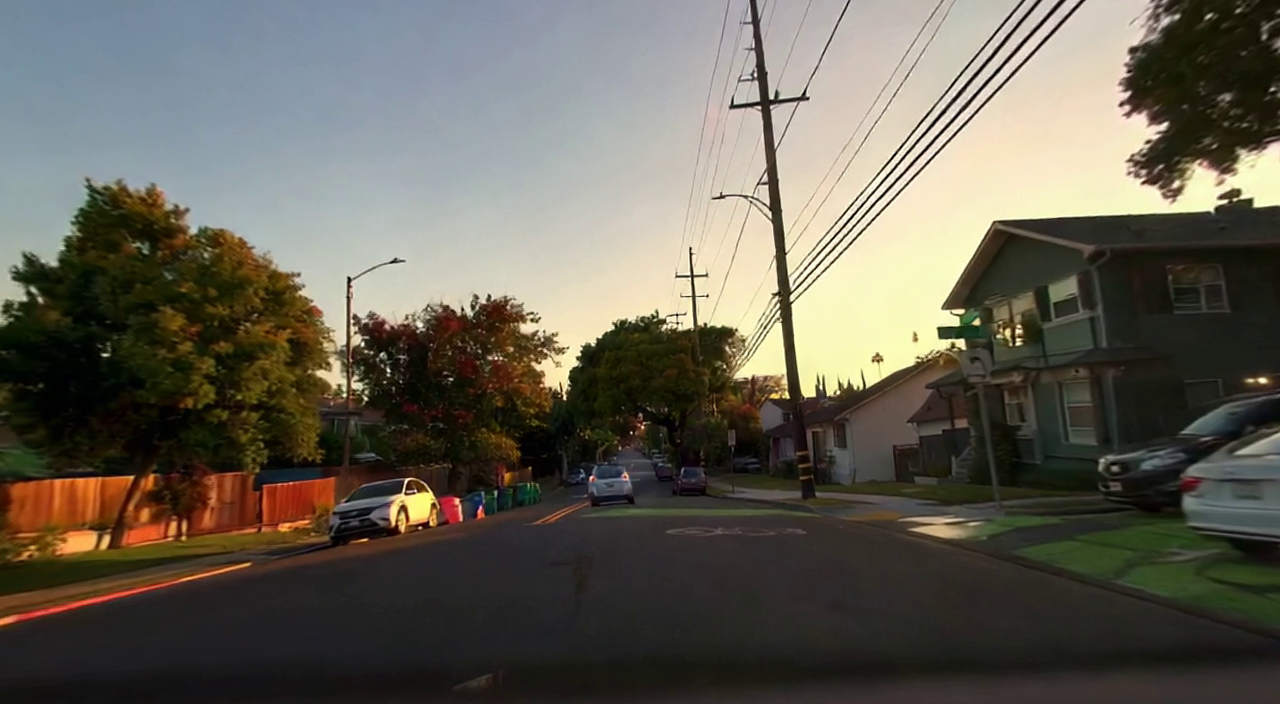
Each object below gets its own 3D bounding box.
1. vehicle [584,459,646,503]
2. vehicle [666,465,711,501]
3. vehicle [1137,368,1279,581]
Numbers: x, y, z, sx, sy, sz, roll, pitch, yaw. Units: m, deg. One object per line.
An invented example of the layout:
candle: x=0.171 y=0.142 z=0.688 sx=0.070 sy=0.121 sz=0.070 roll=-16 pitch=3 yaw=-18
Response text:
vehicle: x=-0.953 y=5.269 z=25.658 sx=2.235 sy=1.500 sz=4.496 roll=-2 pitch=-12 yaw=-1
vehicle: x=2.568 y=7.054 z=34.351 sx=1.909 sy=1.694 sz=4.472 roll=0 pitch=-9 yaw=-3
vehicle: x=7.244 y=1.018 z=5.361 sx=4.755 sy=1.611 sz=1.885 roll=1 pitch=-9 yaw=-9
